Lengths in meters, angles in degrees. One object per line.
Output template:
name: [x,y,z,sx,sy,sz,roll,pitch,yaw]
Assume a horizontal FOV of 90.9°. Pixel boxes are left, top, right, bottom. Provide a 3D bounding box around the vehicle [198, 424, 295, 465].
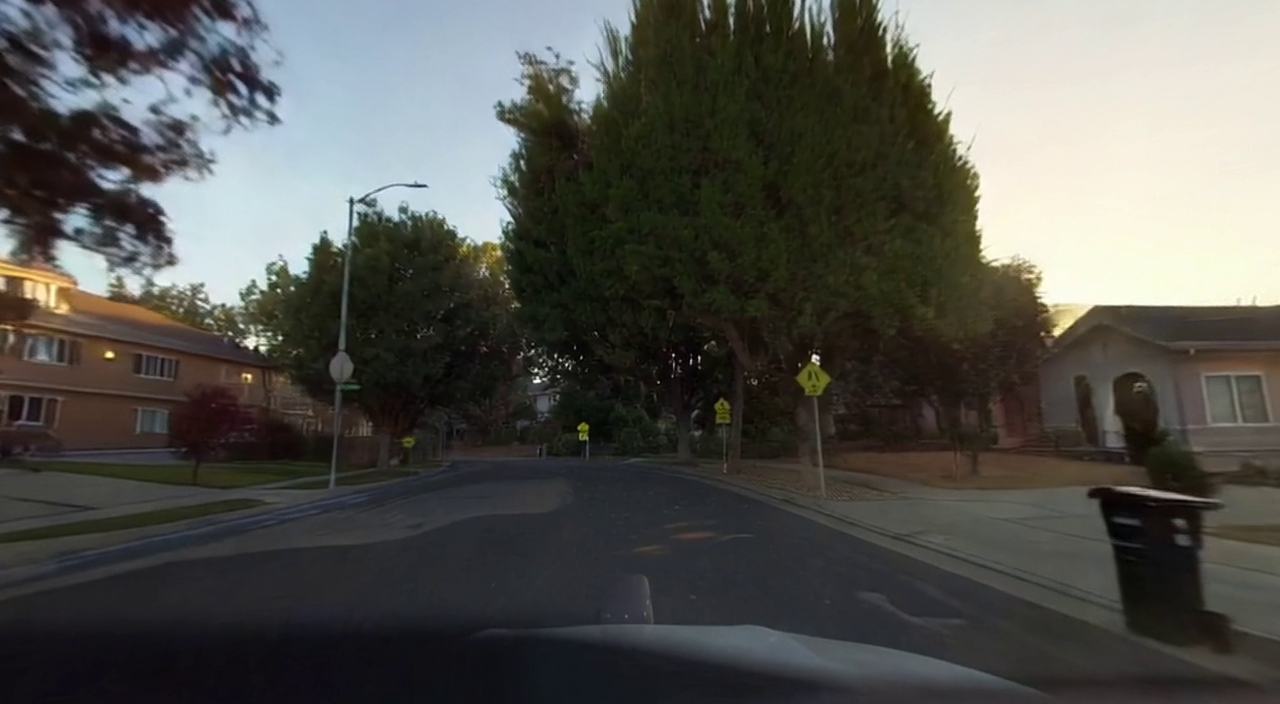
vehicle: [-20.077,4.756,32.500,2.407,1.912,5.091,1,-9,-10]
